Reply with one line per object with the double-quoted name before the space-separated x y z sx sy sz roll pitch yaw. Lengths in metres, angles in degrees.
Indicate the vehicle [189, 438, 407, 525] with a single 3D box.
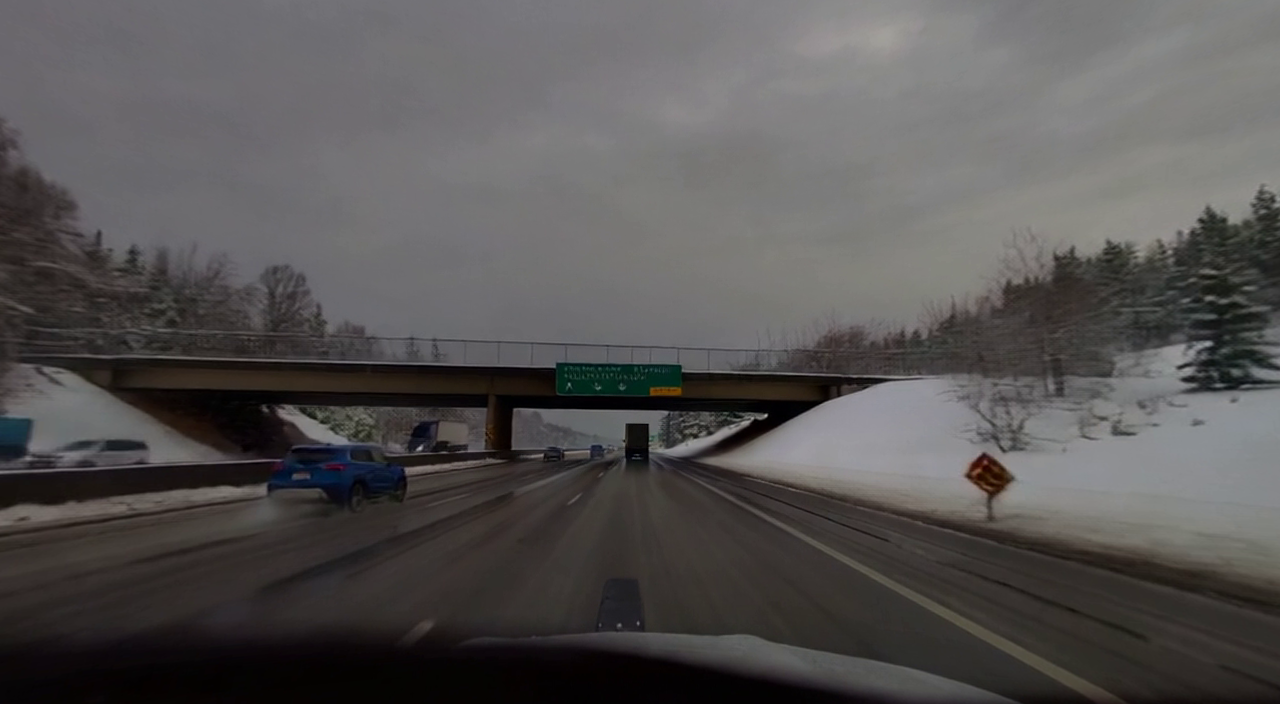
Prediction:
"vehicle" -6.853 2.619 13.395 2.038 1.489 4.603 0 -9 0
